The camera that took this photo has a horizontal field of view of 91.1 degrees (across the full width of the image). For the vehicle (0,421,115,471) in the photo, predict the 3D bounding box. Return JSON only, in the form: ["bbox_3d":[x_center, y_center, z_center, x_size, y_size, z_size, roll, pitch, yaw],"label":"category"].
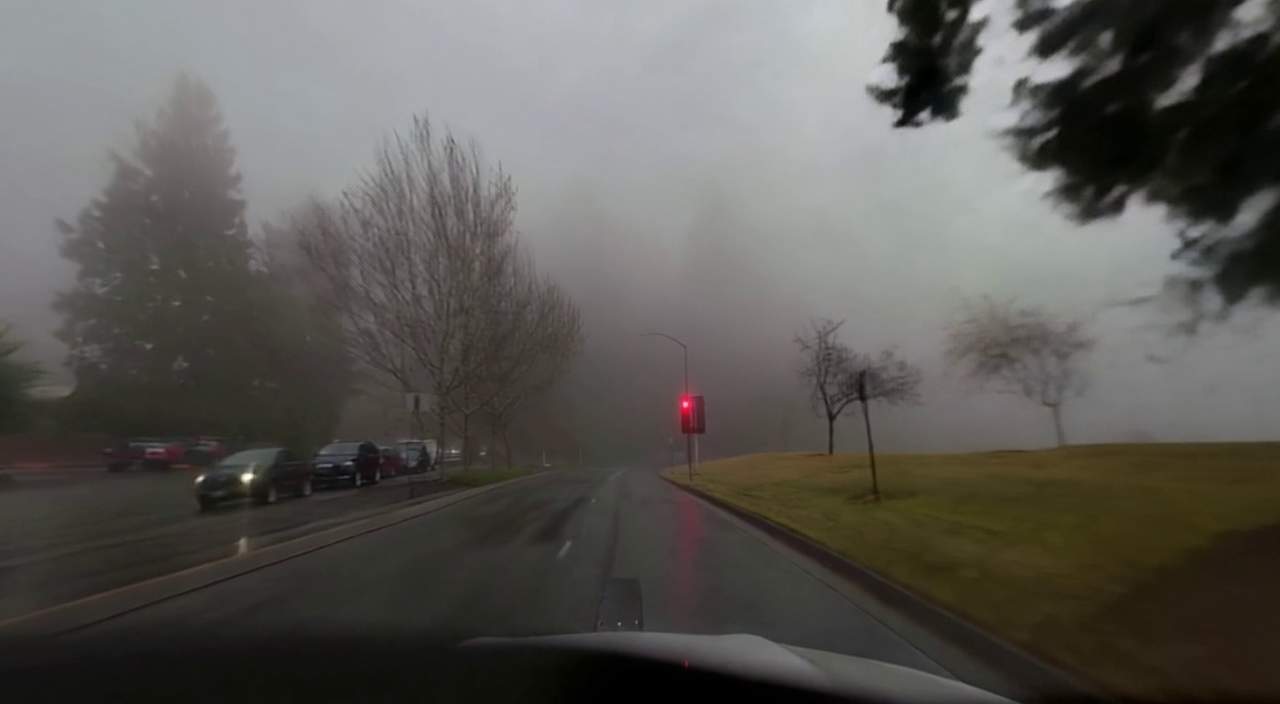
[{"bbox_3d":[-42.388,6.681,45.346,8.192,3.335,2.619,-1,-6,16],"label":"vehicle"}]

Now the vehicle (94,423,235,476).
[{"bbox_3d":[-29.779,6.105,39.456,7.249,3.082,2.621,-1,-9,11],"label":"vehicle"}]

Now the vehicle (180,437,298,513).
[{"bbox_3d":[-10.734,3.296,17.160,1.861,1.736,4.241,2,-10,-21],"label":"vehicle"}]
